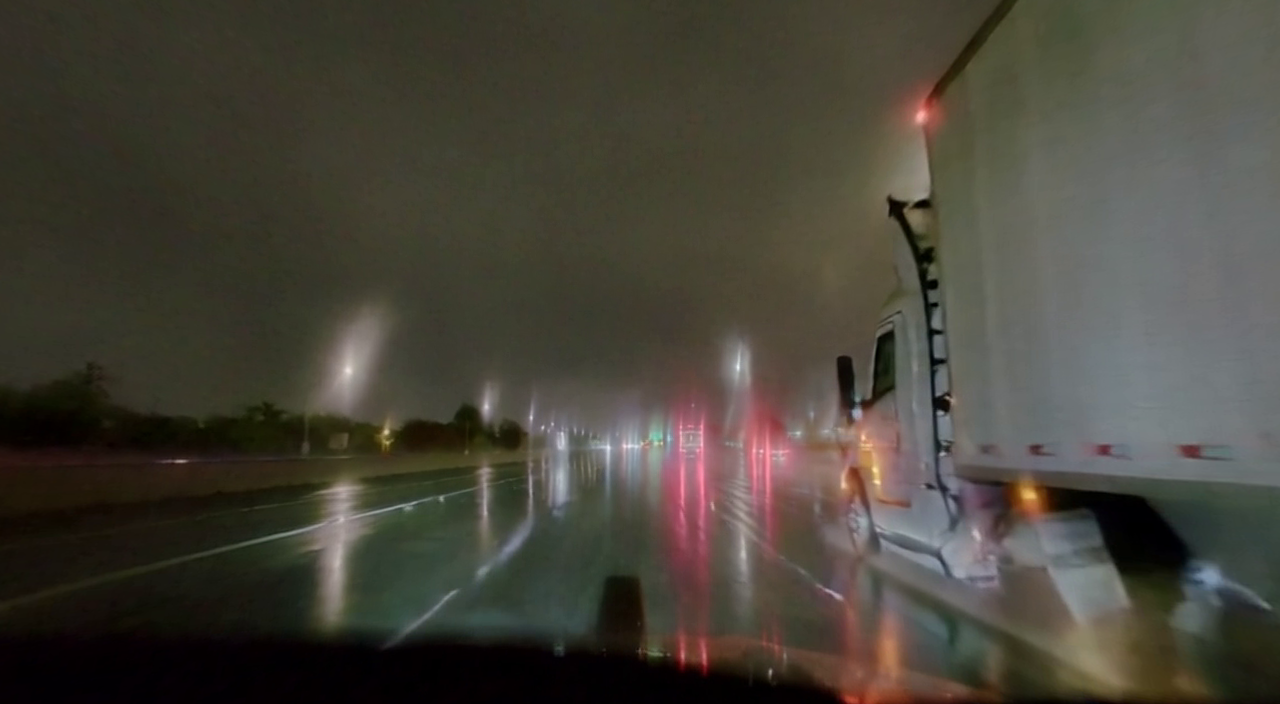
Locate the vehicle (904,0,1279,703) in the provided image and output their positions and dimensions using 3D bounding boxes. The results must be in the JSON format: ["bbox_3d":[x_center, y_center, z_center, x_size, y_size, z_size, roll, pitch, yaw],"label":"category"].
[{"bbox_3d":[3.457,-0.530,0.457,2.998,3.820,8.356,0,-9,1],"label":"vehicle"}]
